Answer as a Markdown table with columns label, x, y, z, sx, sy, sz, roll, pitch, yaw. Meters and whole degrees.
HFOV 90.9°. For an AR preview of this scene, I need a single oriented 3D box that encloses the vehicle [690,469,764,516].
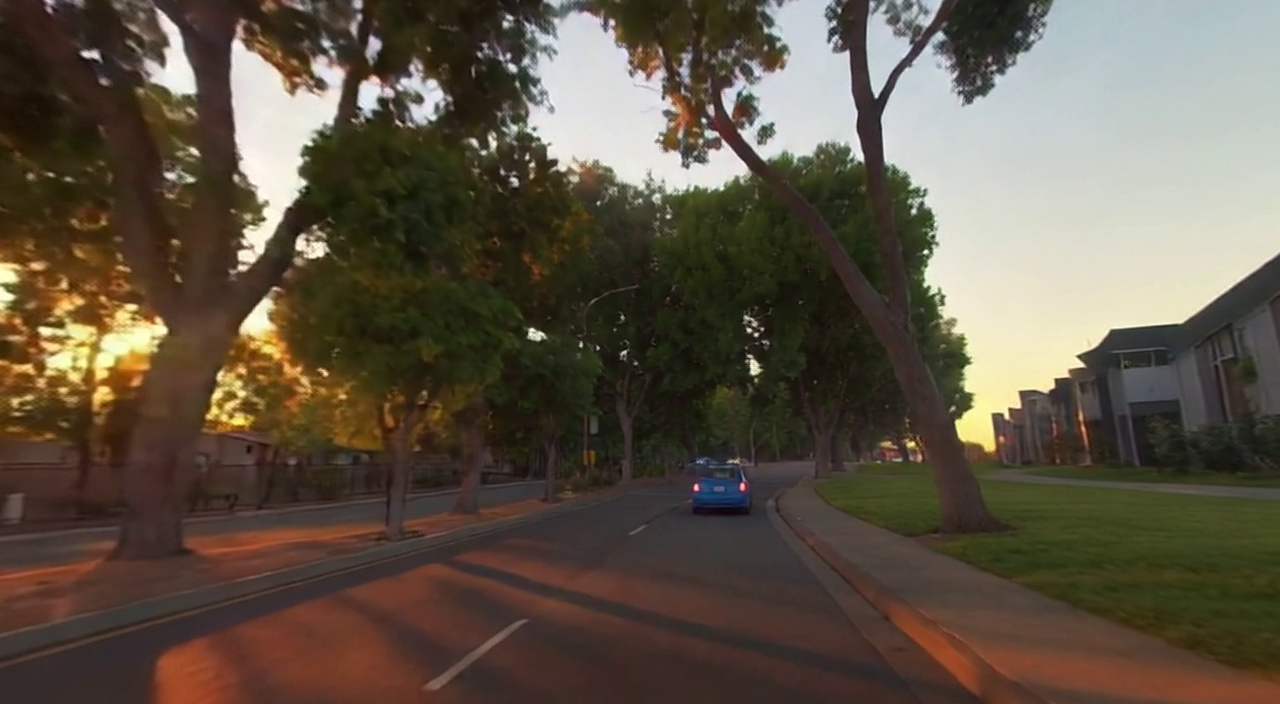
| label | x | y | z | sx | sy | sz | roll | pitch | yaw |
| --- | --- | --- | --- | --- | --- | --- | --- | --- | --- |
| vehicle | 2.874 | 4.332 | 19.783 | 1.972 | 1.250 | 5.282 | -2 | -11 | 11 |
